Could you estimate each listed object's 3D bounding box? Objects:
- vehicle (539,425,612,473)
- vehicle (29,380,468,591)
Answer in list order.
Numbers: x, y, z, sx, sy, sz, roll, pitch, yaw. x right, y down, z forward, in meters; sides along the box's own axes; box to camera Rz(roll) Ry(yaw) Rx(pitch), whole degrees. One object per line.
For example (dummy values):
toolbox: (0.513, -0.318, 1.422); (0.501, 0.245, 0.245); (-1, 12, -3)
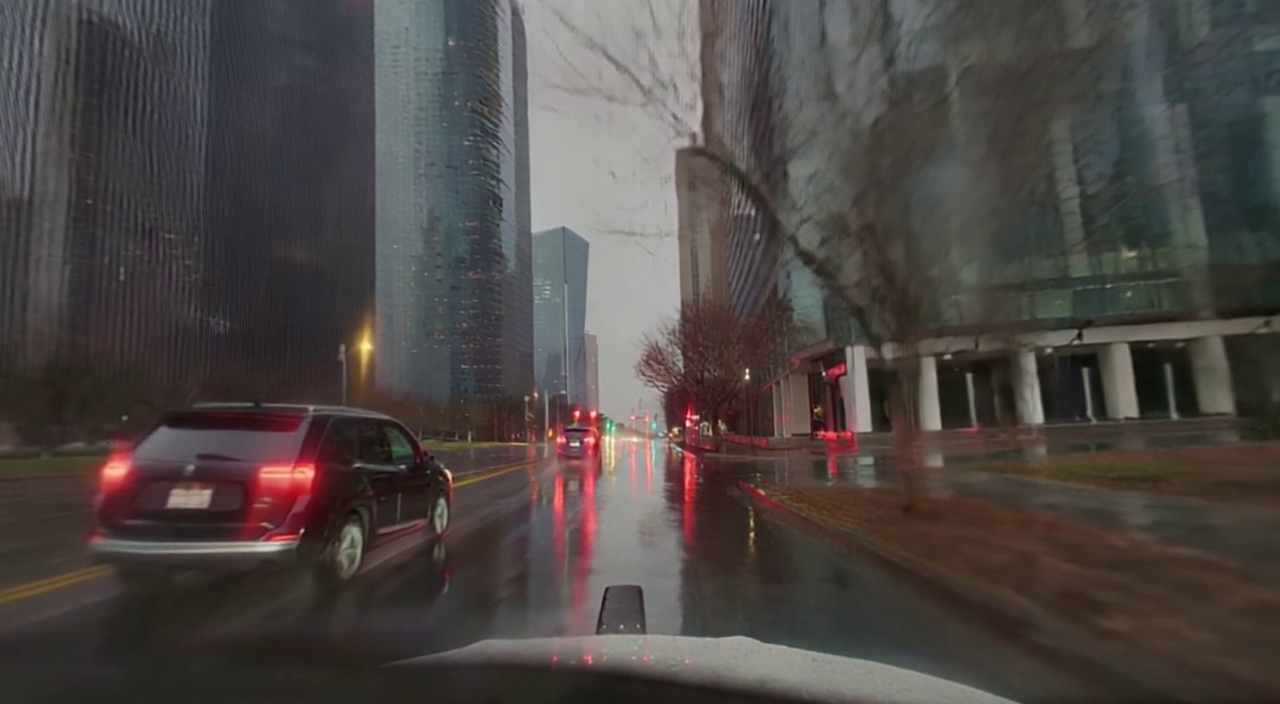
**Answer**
vehicle: (-2.602, 4.141, 26.995); (2.384, 1.849, 5.009); (0, -9, 3)
vehicle: (-3.911, 1.454, 7.603); (2.169, 1.741, 4.588); (0, -9, 3)
